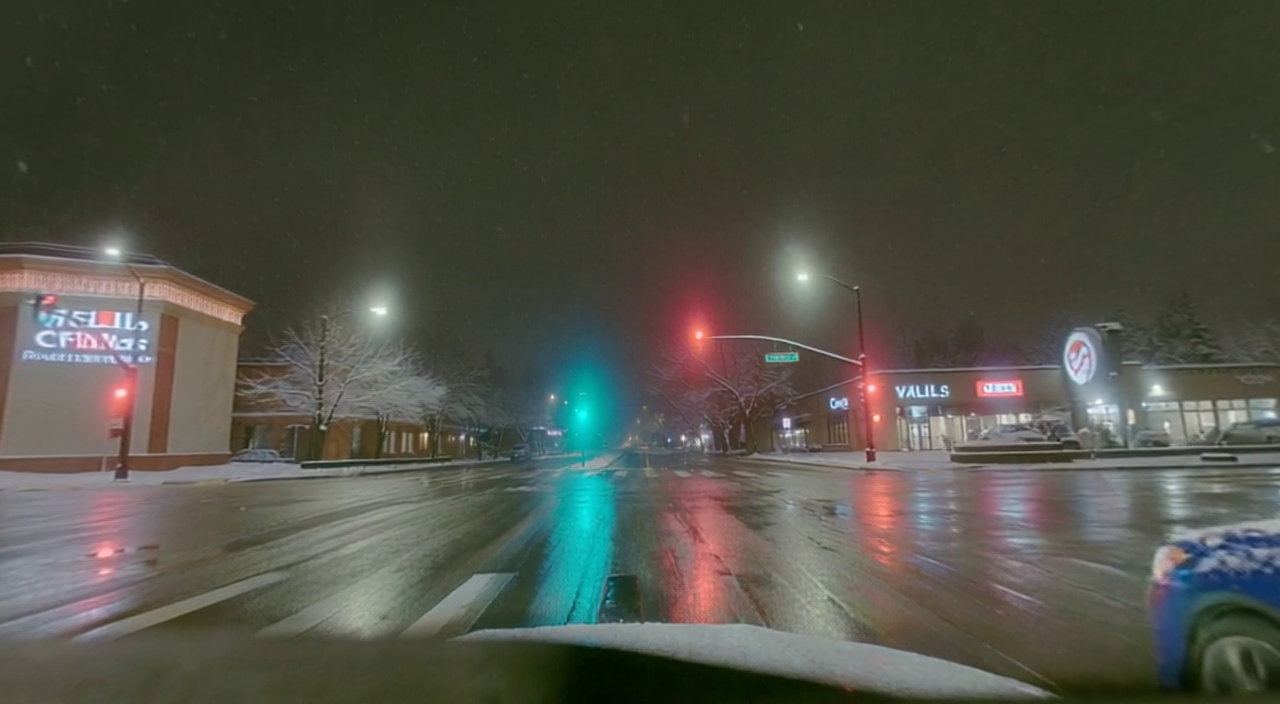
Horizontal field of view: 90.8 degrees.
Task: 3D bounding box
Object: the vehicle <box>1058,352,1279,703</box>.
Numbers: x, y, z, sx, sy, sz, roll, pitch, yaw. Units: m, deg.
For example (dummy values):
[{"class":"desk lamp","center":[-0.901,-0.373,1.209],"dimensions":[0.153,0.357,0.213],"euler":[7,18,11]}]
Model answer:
[{"class":"vehicle","center":[3.038,0.595,0.443],"dimensions":[2.015,1.641,4.995],"euler":[0,-9,-1]}]
